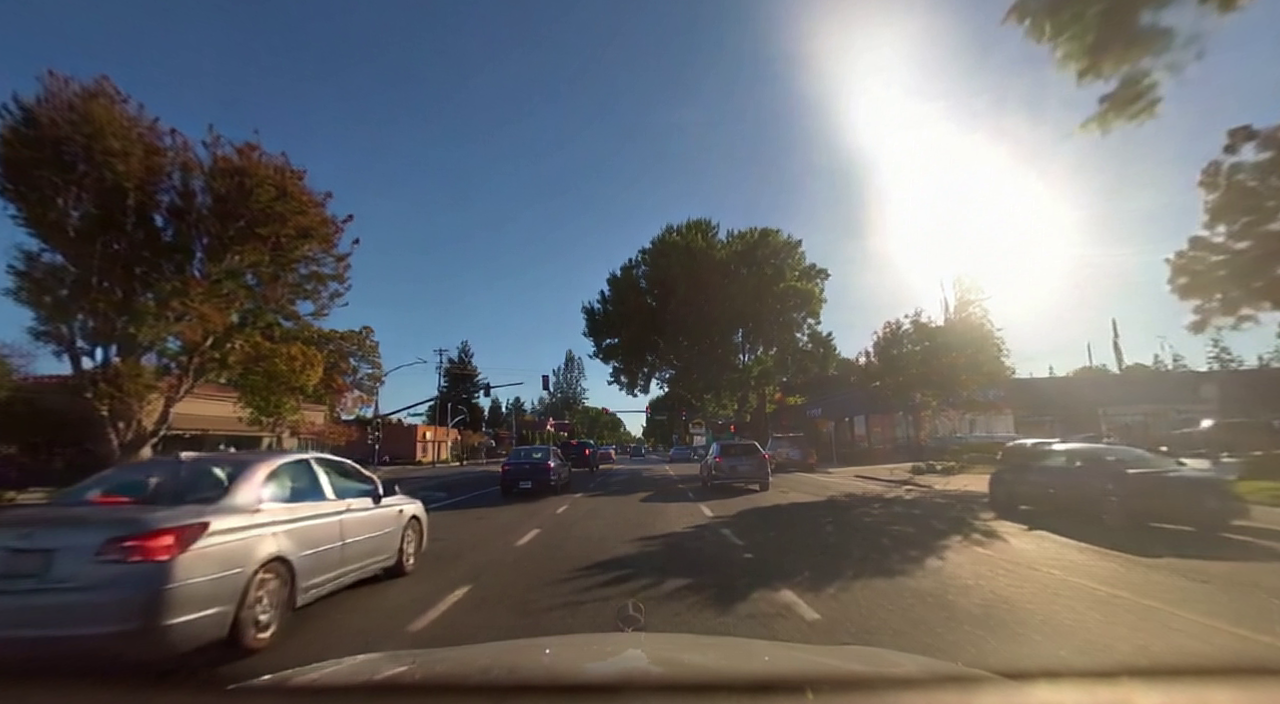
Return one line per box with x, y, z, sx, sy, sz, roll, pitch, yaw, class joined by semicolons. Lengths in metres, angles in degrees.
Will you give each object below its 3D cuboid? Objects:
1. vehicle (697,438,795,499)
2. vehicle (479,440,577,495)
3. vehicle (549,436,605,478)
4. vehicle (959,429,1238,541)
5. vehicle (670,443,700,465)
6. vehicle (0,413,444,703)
2.855;3.240;18.001;2.004;1.512;4.206;0;-8;-1;vehicle
-3.305;3.528;19.648;2.087;1.494;4.626;-1;-8;2;vehicle
-2.971;5.076;30.703;2.187;1.825;4.621;0;-8;1;vehicle
7.736;2.251;11.452;2.070;1.547;4.941;-2;-9;10;vehicle
3.439;7.990;49.337;2.030;1.628;4.080;0;-8;0;vehicle
-3.183;1.308;4.737;1.952;1.457;4.372;0;-8;1;vehicle
